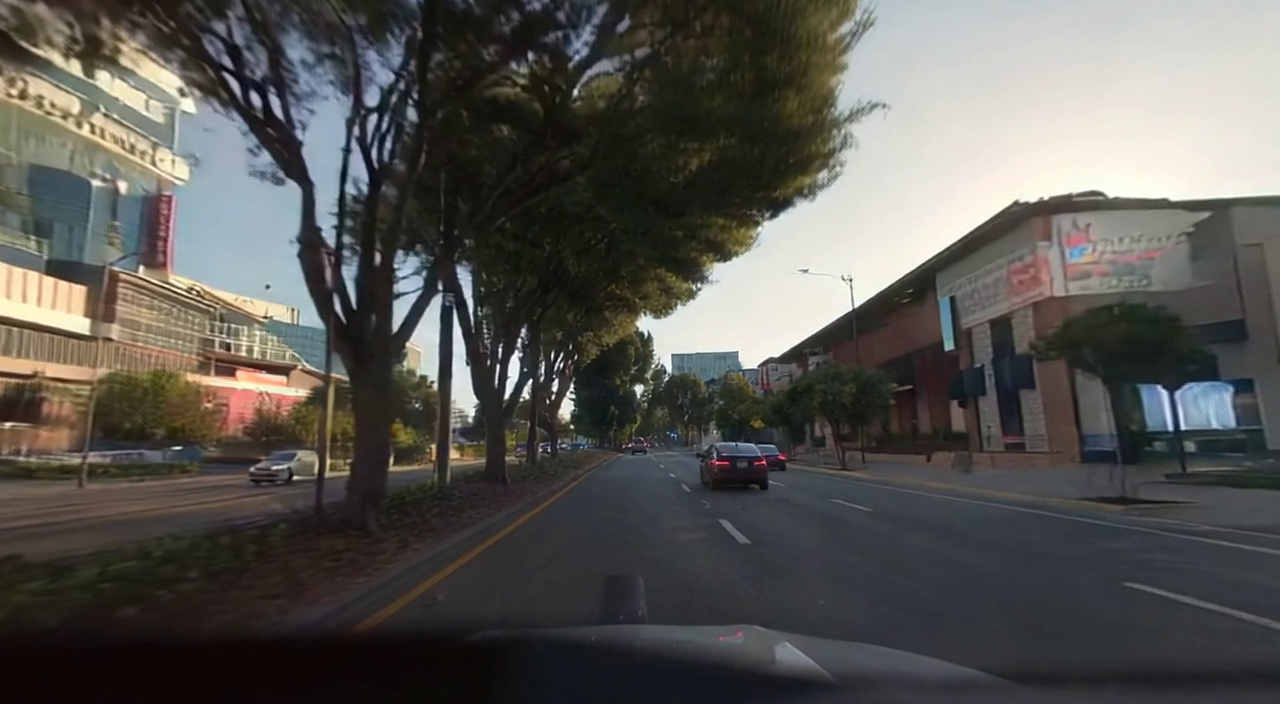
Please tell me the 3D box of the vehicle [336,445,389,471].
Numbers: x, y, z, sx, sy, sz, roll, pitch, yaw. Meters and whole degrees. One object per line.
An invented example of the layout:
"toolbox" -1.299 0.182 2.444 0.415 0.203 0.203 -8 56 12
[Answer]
"vehicle" -19.765 7.557 45.171 1.748 1.729 4.394 0 -8 0

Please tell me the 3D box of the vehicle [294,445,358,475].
"vehicle" -19.621 6.726 39.690 1.875 1.734 4.252 0 -8 -1

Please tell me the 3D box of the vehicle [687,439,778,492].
"vehicle" 2.824 3.583 20.311 2.131 1.491 4.496 0 -8 -1

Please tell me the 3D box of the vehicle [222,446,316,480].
"vehicle" -19.627 5.865 33.735 1.977 1.687 4.909 0 -8 1
